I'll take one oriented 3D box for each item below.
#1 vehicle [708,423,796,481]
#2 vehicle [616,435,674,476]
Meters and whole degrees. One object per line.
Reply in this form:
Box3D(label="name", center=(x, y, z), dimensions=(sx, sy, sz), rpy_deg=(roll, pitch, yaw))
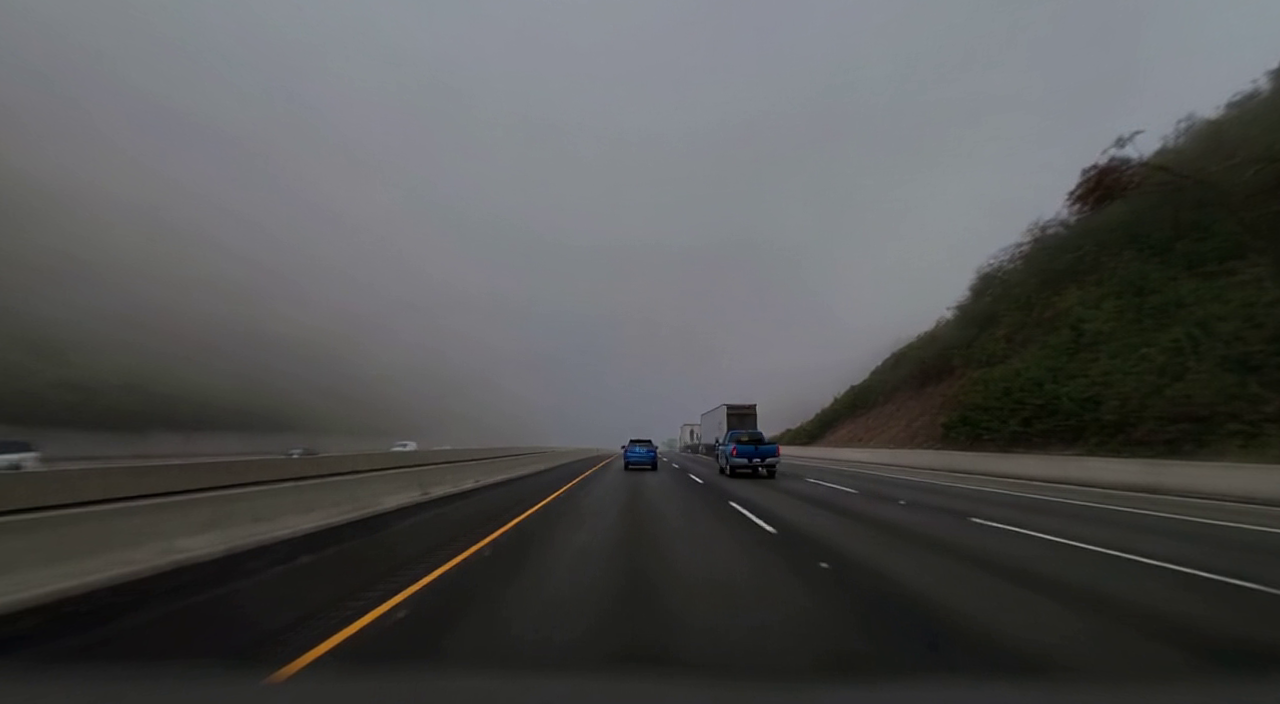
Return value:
Box3D(label="vehicle", center=(3.754, 3.461, 22.089), dimensions=(2.098, 1.794, 4.561), rpy_deg=(0, -9, -2))
Box3D(label="vehicle", center=(0.148, 4.033, 24.820), dimensions=(2.083, 1.477, 3.965), rpy_deg=(0, -8, -1))
